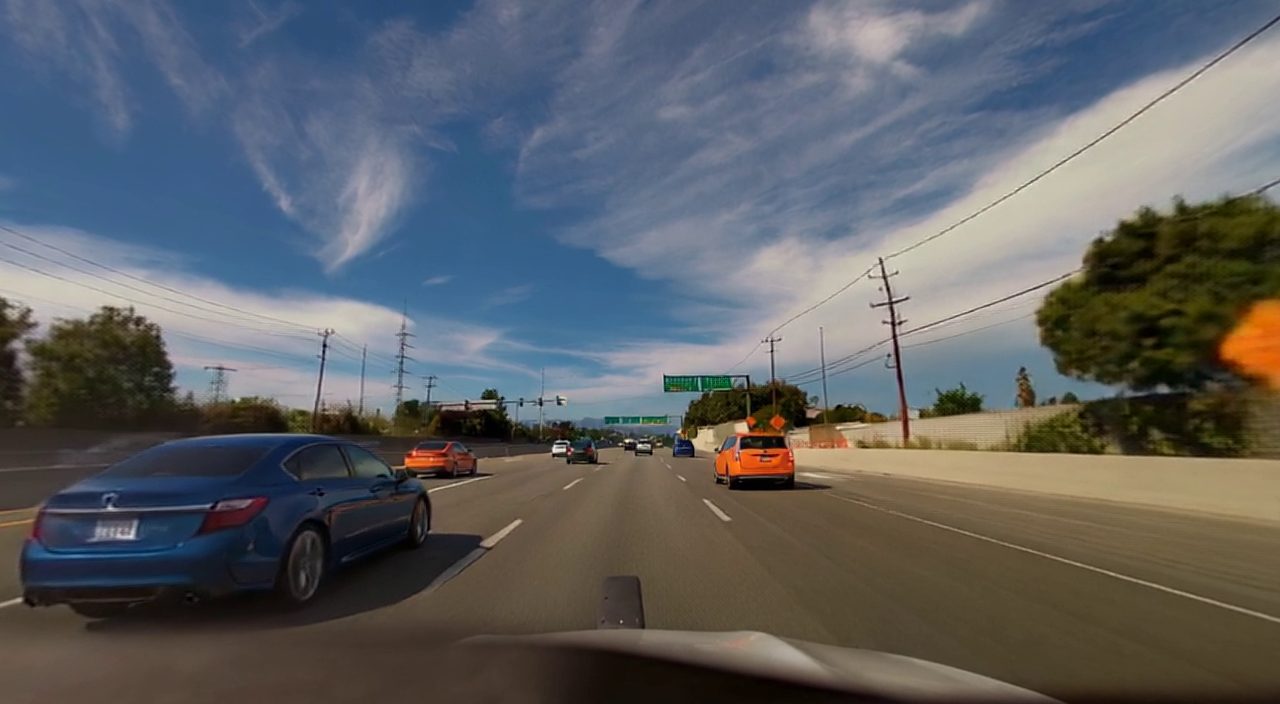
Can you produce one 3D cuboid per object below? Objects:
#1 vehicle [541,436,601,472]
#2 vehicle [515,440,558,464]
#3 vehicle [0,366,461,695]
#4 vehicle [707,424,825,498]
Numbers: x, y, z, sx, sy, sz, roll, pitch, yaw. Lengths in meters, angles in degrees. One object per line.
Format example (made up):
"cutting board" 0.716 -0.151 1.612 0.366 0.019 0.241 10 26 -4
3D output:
"vehicle" -3.019 4.591 28.596 2.066 1.488 4.377 0 -8 2
"vehicle" -6.538 6.362 40.345 1.877 1.474 4.475 0 -8 2
"vehicle" -3.259 1.237 5.522 2.104 1.707 4.338 0 -8 0
"vehicle" 3.080 2.786 16.501 2.100 1.659 4.387 0 -8 -1
